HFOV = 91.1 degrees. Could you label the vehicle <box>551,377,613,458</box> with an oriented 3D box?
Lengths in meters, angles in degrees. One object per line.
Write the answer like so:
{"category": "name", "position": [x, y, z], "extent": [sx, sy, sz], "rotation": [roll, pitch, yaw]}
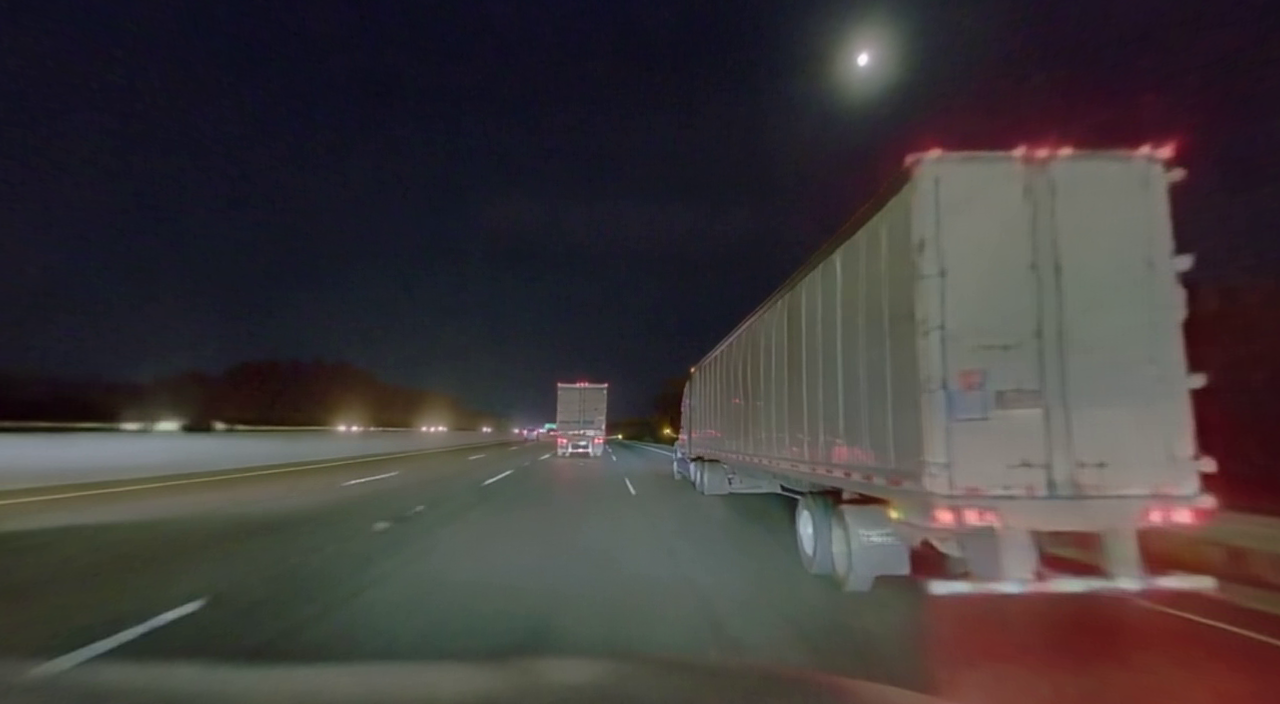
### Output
{"category": "vehicle", "position": [-3.296, 4.059, 37.241], "extent": [3.002, 3.987, 12.477], "rotation": [1, -8, -4]}

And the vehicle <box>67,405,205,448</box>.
{"category": "vehicle", "position": [-22.039, 3.316, 27.819], "extent": [2.213, 1.692, 4.978], "rotation": [2, -7, -4]}
